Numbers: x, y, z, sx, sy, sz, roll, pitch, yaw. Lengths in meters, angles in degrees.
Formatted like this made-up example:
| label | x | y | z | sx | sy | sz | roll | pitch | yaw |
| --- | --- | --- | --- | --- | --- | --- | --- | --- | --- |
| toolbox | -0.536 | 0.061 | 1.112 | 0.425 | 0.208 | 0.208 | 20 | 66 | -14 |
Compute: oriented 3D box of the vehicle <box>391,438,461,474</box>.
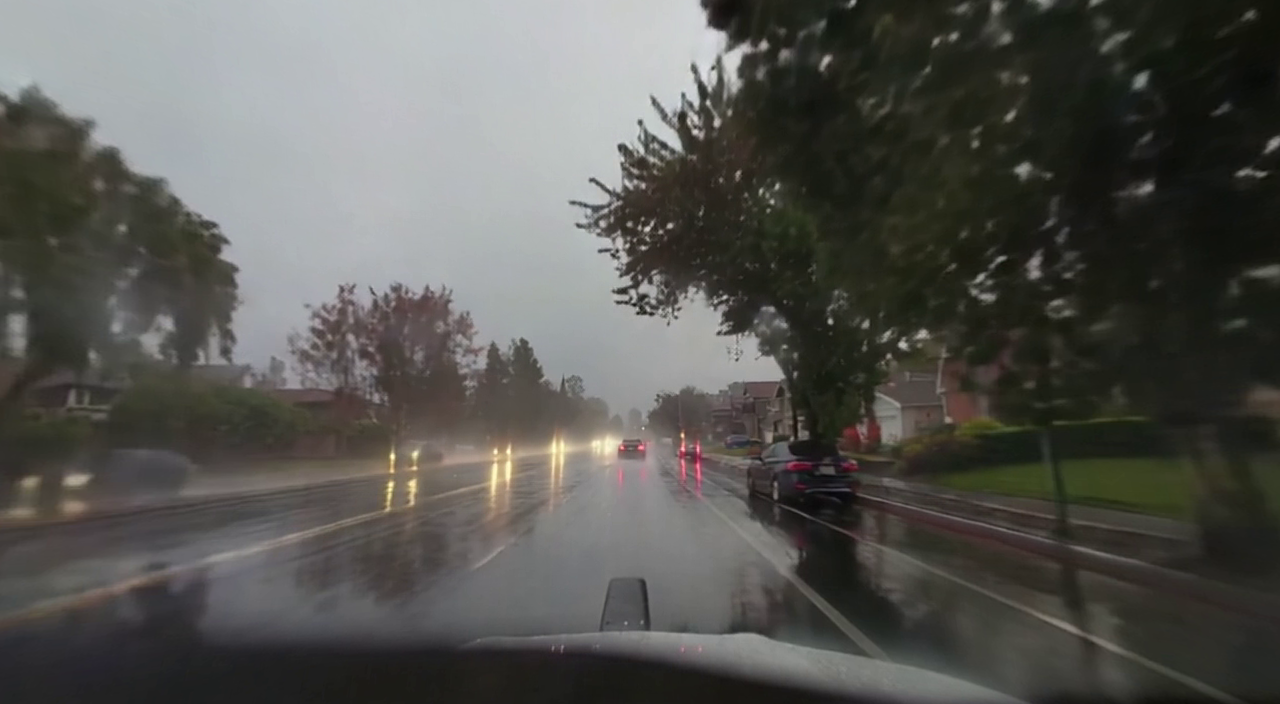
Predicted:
| label | x | y | z | sx | sy | sz | roll | pitch | yaw |
| --- | --- | --- | --- | --- | --- | --- | --- | --- | --- |
| vehicle | -11.058 | 5.392 | 32.915 | 2.007 | 1.689 | 4.541 | -1 | -8 | 0 |

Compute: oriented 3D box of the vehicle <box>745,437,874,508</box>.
| label | x | y | z | sx | sy | sz | roll | pitch | yaw |
| --- | --- | --- | --- | --- | --- | --- | --- | --- | --- |
| vehicle | 4.107 | 2.975 | 16.093 | 2.045 | 1.517 | 4.394 | 0 | -8 | 0 |

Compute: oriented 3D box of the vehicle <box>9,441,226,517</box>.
| label | x | y | z | sx | sy | sz | roll | pitch | yaw |
| --- | --- | --- | --- | --- | --- | --- | --- | --- | --- |
| vehicle | -14.360 | 3.448 | 17.848 | 2.035 | 1.683 | 4.898 | -4 | -8 | 0 |

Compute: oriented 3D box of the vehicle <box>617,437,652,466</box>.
| label | x | y | z | sx | sy | sz | roll | pitch | yaw |
| --- | --- | --- | --- | --- | --- | --- | --- | --- | --- |
| vehicle | -0.368 | 6.056 | 38.395 | 2.024 | 1.655 | 4.301 | 0 | -8 | -1 |
